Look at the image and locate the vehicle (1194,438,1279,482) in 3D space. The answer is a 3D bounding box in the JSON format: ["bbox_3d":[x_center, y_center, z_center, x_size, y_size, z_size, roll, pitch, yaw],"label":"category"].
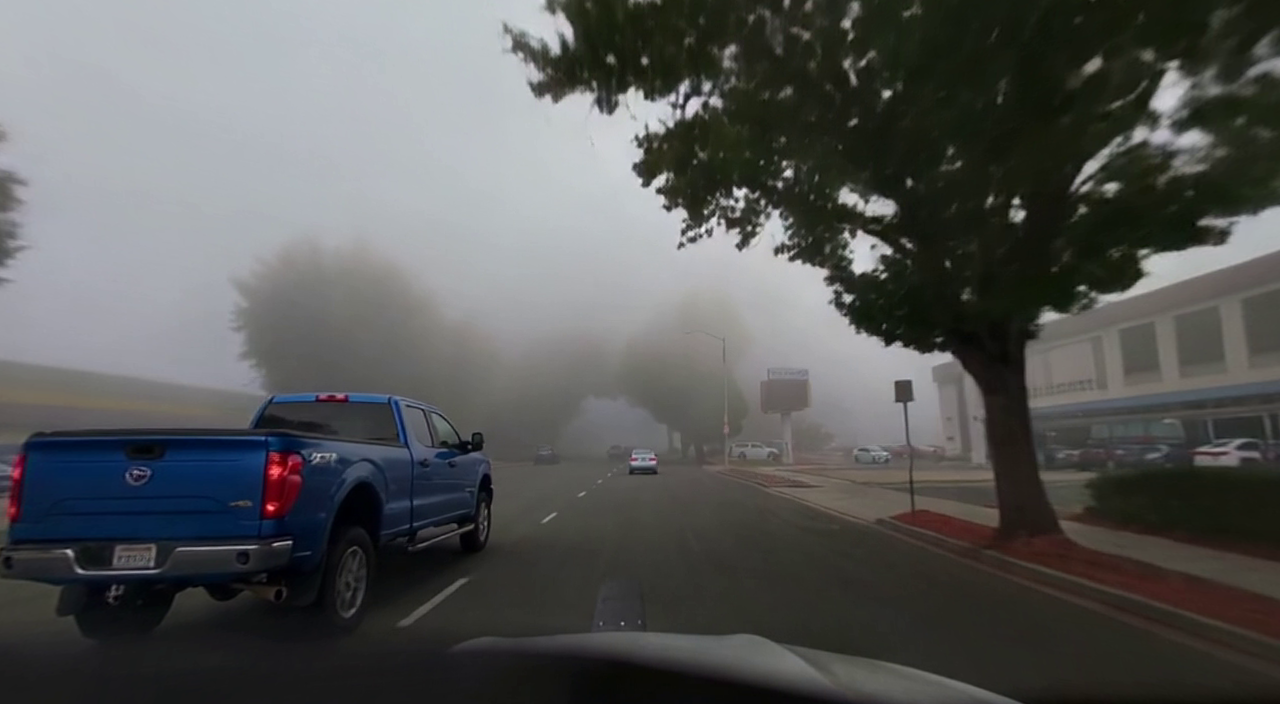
[{"bbox_3d":[26.088,4.393,25.759,4.478,1.724,2.179,-4,-10,28],"label":"vehicle"}]

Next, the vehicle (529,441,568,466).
[{"bbox_3d":[-6.946,7.757,48.188,2.146,1.788,5.153,0,-8,1],"label":"vehicle"}]

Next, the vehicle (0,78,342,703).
[{"bbox_3d":[-3.411,0.312,1.384,2.733,2.495,5.037,-1,-8,4],"label":"vehicle"}]

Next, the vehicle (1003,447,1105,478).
[{"bbox_3d":[22.308,5.921,34.038,4.437,1.485,2.027,-4,-9,31],"label":"vehicle"}]

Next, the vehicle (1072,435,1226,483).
[{"bbox_3d":[20.574,4.330,25.692,4.501,1.780,2.082,-5,-10,29],"label":"vehicle"}]

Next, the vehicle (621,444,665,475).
[{"bbox_3d":[0.180,5.727,33.837,2.191,1.530,4.470,0,-8,1],"label":"vehicle"}]
